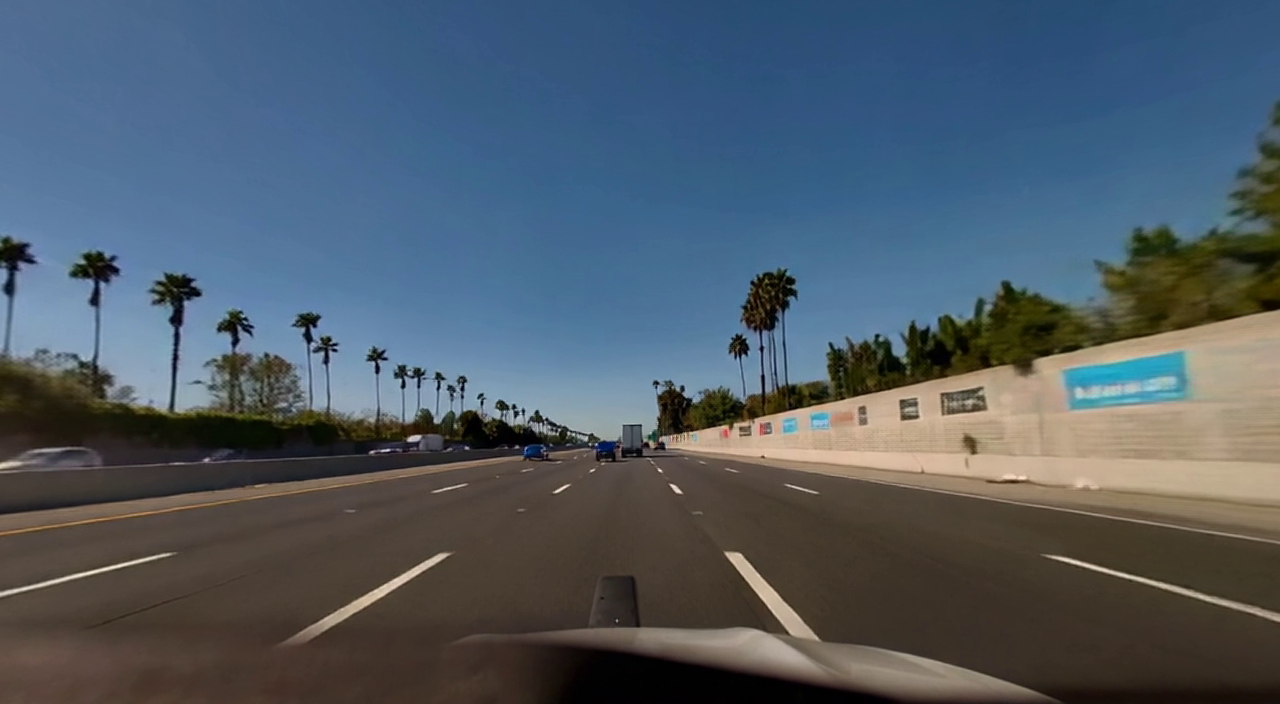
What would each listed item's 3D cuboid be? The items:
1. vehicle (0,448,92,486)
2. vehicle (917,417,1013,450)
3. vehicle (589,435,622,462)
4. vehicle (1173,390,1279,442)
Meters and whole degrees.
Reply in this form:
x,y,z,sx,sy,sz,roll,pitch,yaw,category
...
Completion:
x,y,z,sx,sy,sz,roll,pitch,yaw,category
-29.857,5.489,30.537,2.081,1.670,5.157,0,-9,0,vehicle
23.736,5.989,46.279,5.716,2.092,2.177,-2,-11,-4,vehicle
-2.659,7.638,49.827,2.390,2.007,4.901,0,-9,-1,vehicle
23.259,2.390,23.151,5.484,1.783,2.076,0,-9,-1,vehicle
